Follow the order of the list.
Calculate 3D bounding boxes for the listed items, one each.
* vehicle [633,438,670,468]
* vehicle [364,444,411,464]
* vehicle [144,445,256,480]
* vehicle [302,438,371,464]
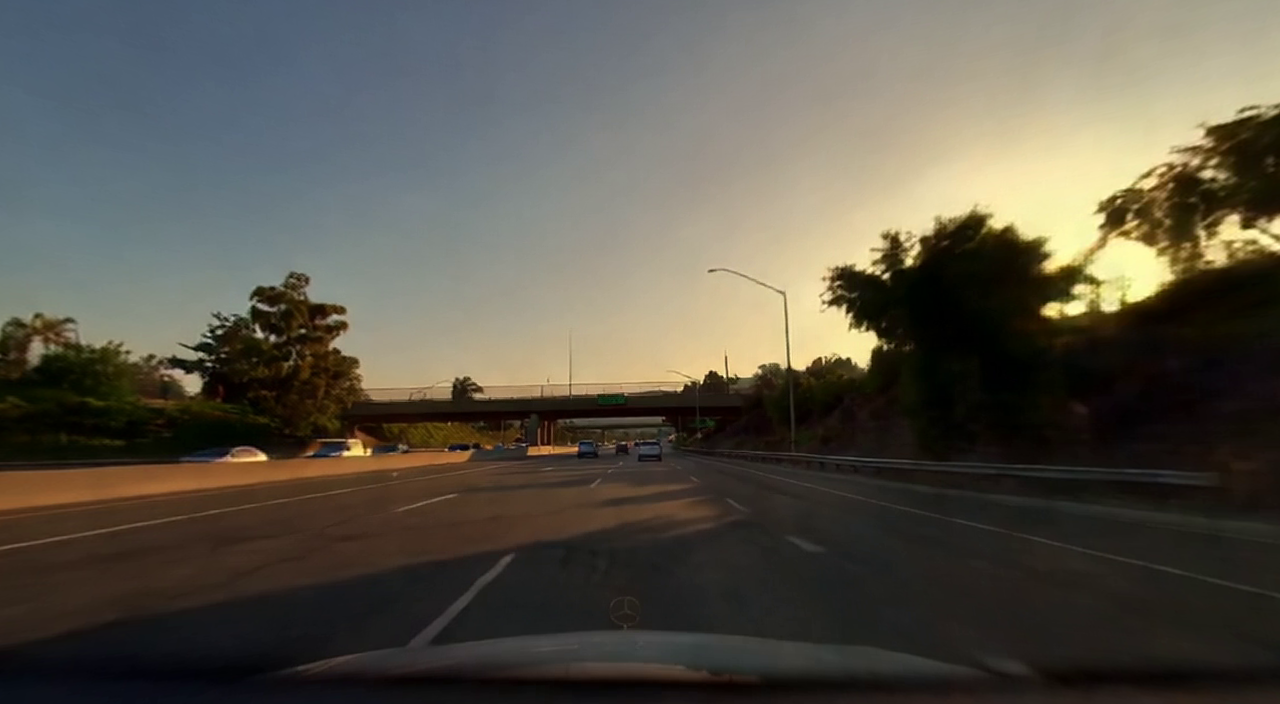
[{"bbox_3d":[0.646,5.904,37.152,2.010,1.637,4.940,0,-8,0],"label":"vehicle"},{"bbox_3d":[-19.495,7.854,48.898,1.838,1.449,4.217,0,-8,1],"label":"vehicle"},{"bbox_3d":[-20.052,5.034,29.038,1.915,1.439,4.467,0,-8,0],"label":"vehicle"},{"bbox_3d":[-23.348,7.641,48.824,2.204,1.850,5.937,0,-8,2],"label":"vehicle"}]
